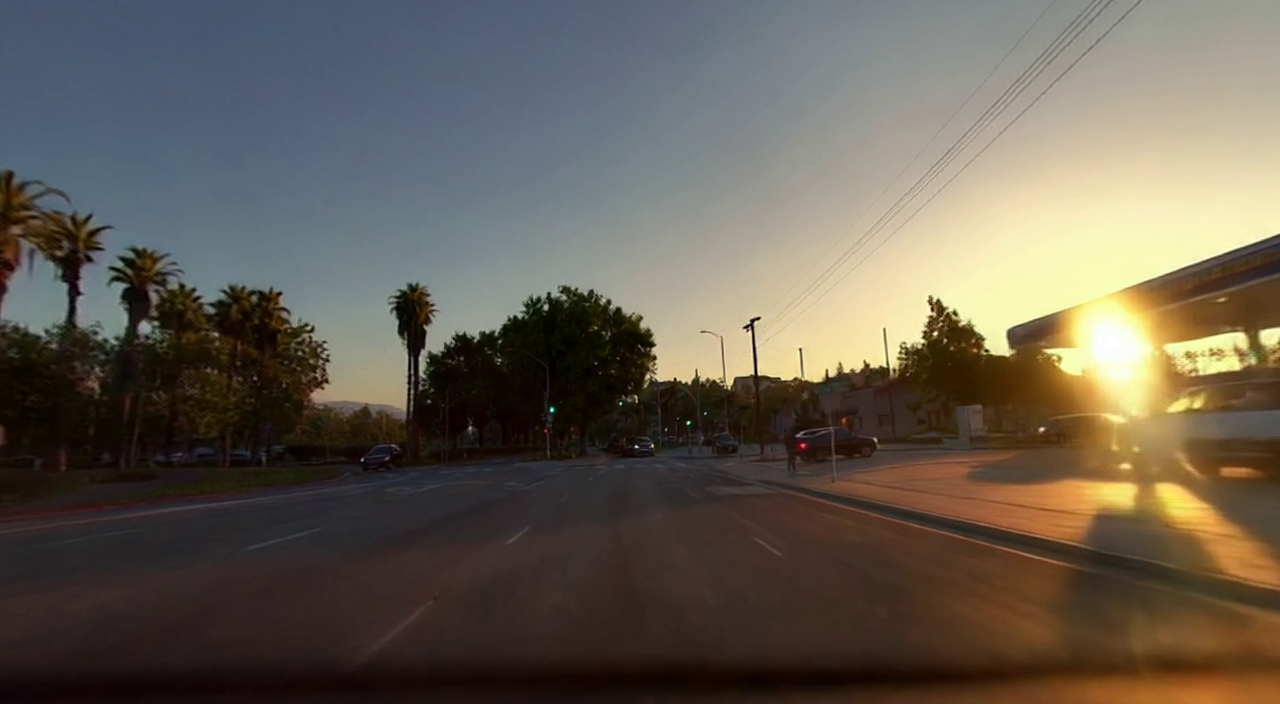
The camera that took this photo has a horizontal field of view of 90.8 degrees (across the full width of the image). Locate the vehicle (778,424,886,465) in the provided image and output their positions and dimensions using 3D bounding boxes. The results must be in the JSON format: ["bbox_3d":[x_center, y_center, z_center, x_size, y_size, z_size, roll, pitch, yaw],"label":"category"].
[{"bbox_3d":[10.651,5.104,34.791,6.059,2.082,2.703,7,-11,-39],"label":"vehicle"}]

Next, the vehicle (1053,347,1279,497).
[{"bbox_3d":[13.451,1.467,12.883,2.944,2.783,10.332,0,-9,-1],"label":"vehicle"}]
